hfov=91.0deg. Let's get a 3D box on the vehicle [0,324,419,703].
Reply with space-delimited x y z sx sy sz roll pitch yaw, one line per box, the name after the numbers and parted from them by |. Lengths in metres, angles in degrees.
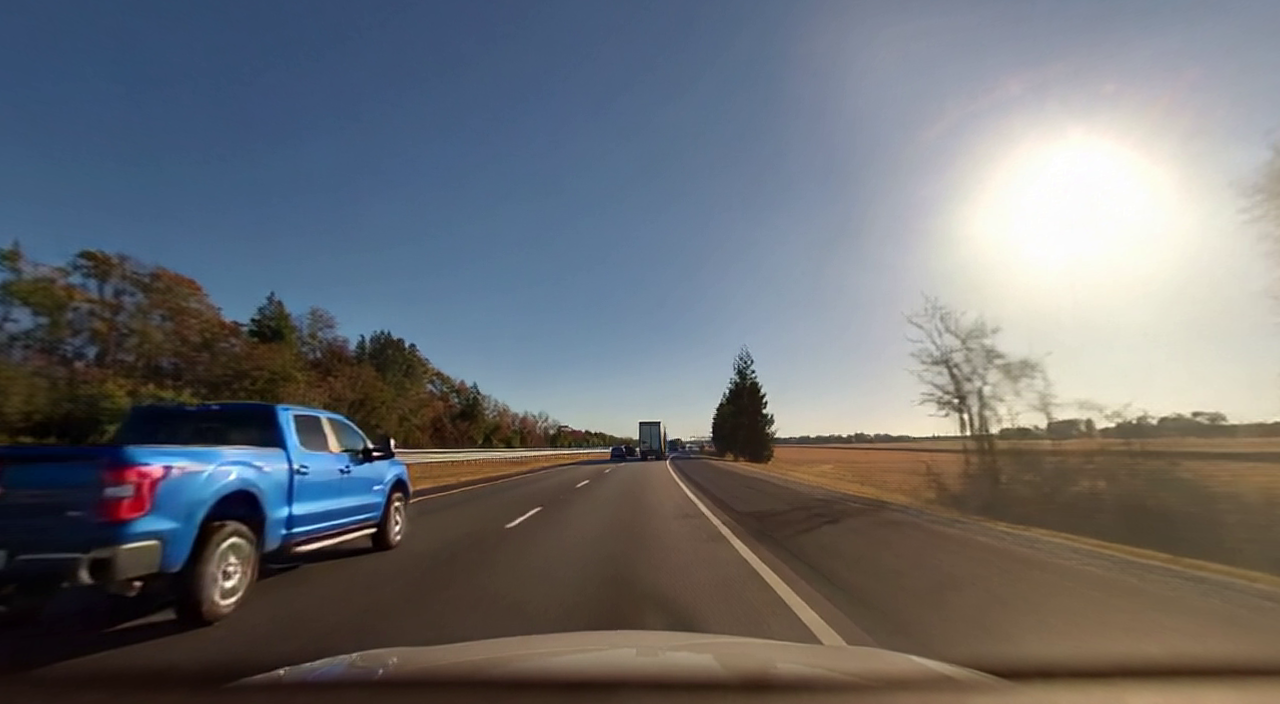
-4.026 1.132 5.512 2.295 1.815 4.983 0 -9 1 | vehicle
